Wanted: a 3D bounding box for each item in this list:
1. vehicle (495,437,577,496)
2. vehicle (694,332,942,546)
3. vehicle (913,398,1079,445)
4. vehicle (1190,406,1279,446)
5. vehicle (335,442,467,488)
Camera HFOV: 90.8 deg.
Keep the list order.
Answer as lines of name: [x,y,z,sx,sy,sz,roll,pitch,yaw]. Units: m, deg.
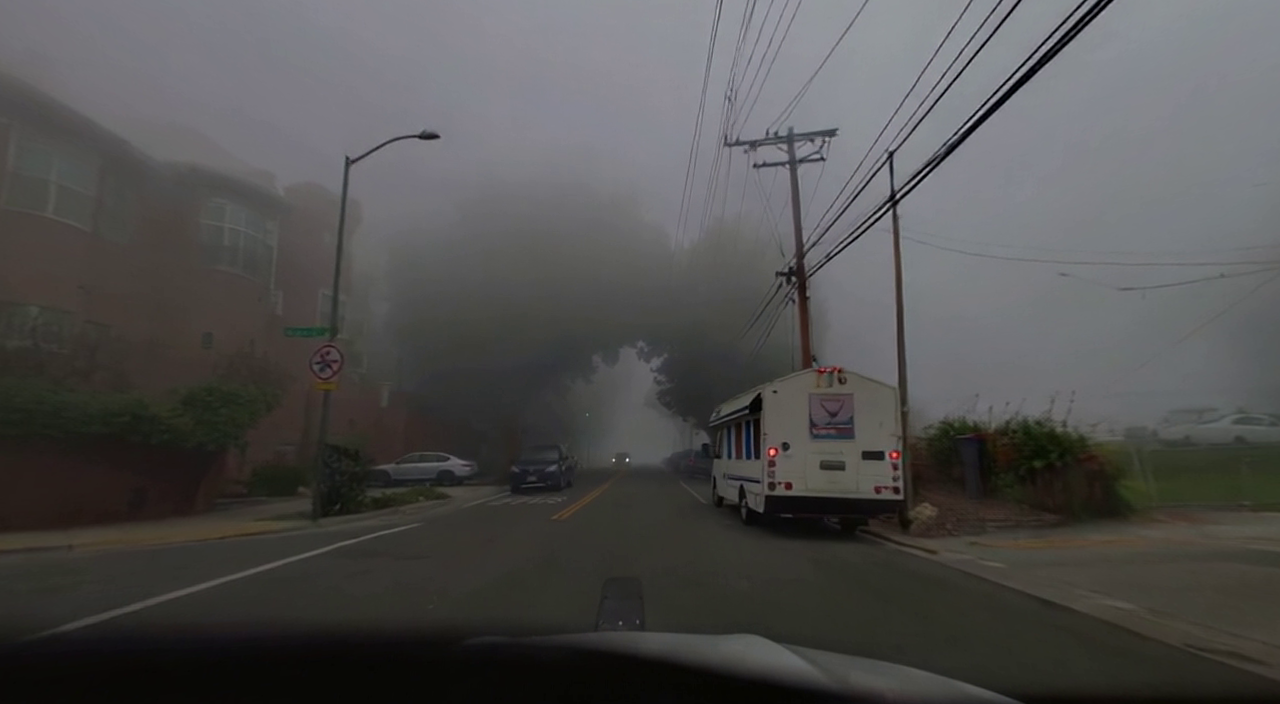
vehicle: [-3.283,3.704,20.835,1.952,1.708,4.096,0,-8,1]
vehicle: [3.085,1.893,13.781,2.886,3.321,7.809,0,-8,-2]
vehicle: [11.570,2.313,20.738,4.396,1.459,1.749,0,-8,-1]
vehicle: [23.812,2.803,23.668,4.641,1.441,1.745,0,-8,2]
vehicle: [-10.329,4.931,27.678,5.093,1.855,2.338,3,-10,-19]
